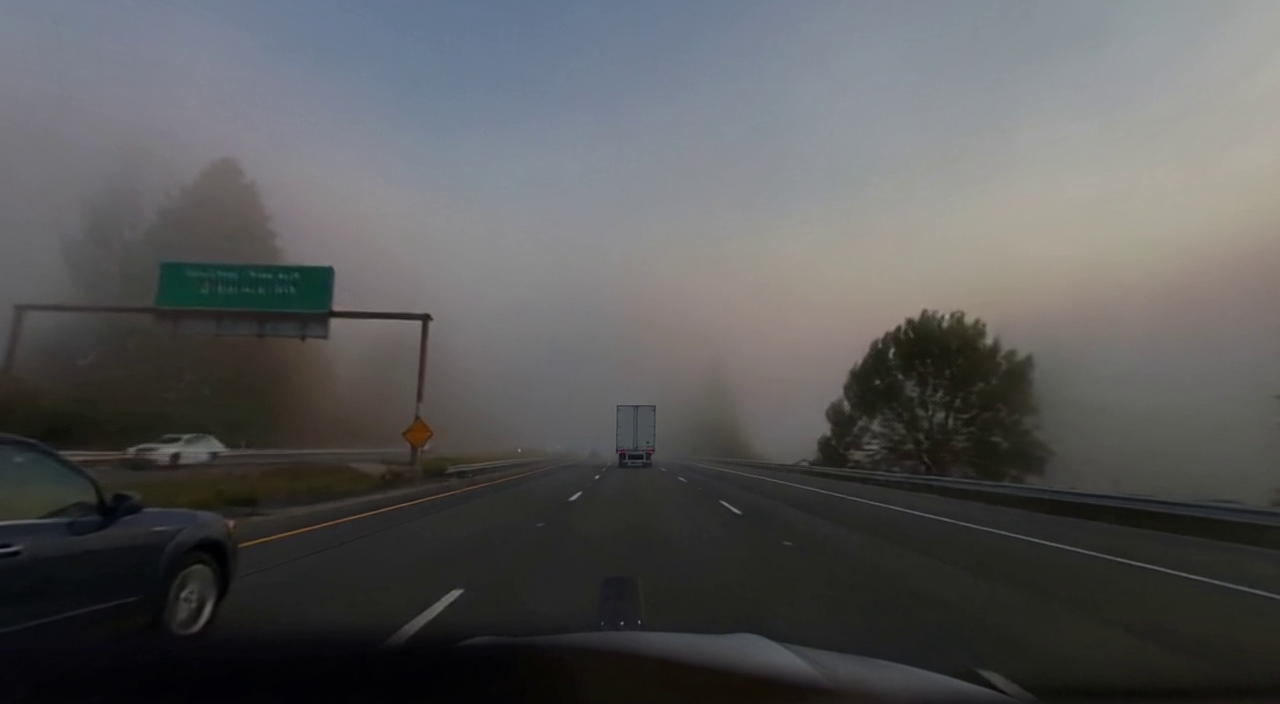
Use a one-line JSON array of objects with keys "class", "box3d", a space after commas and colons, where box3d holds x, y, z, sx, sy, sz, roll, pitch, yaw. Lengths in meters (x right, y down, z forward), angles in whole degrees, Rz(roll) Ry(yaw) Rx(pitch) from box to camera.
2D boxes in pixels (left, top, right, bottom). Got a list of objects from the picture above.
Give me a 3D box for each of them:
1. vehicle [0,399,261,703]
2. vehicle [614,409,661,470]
[{"class": "vehicle", "box3d": [-3.828, 0.866, 2.152, 2.080, 1.488, 4.781, 0, -9, 0]}, {"class": "vehicle", "box3d": [-0.378, 6.579, 46.809, 2.962, 3.953, 10.696, 0, -9, -3]}]
